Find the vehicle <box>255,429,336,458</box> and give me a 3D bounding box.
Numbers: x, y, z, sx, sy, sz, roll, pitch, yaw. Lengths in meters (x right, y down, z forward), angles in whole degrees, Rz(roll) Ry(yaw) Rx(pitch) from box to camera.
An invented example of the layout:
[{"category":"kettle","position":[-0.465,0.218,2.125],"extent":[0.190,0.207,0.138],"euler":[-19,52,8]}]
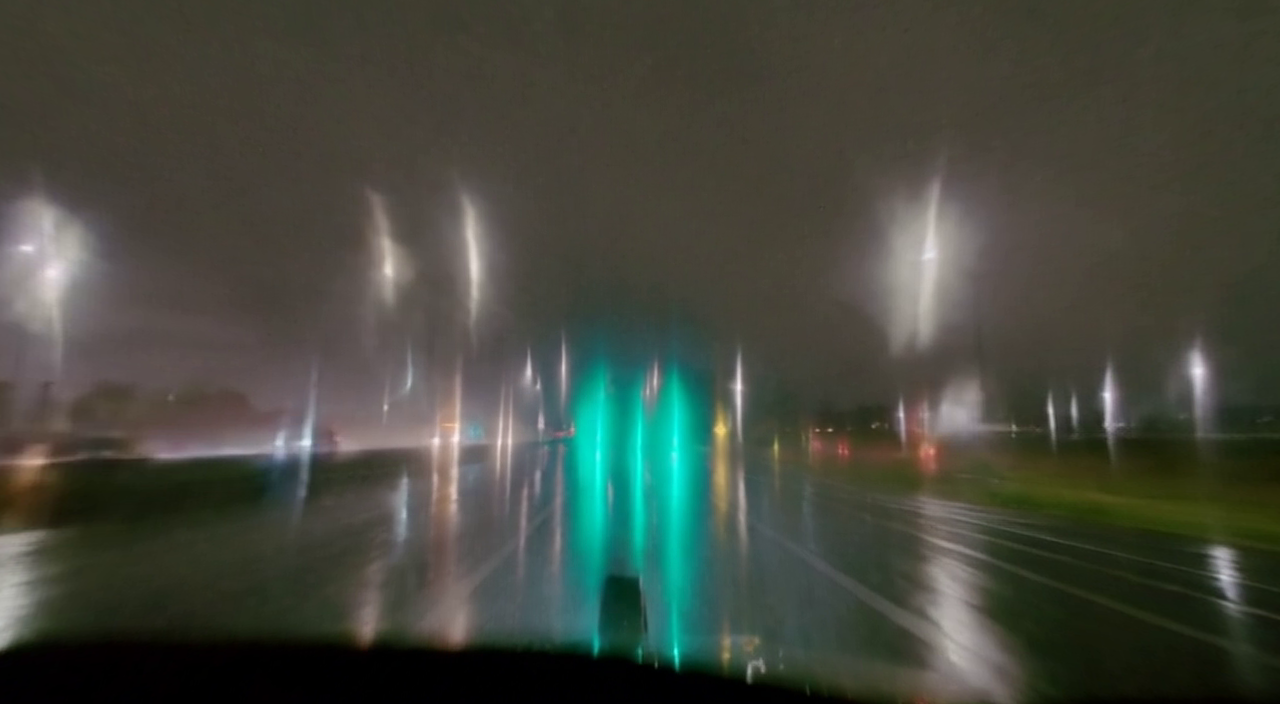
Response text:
[{"category":"vehicle","position":[-21.089,5.656,38.901],"extent":[2.147,1.654,5.269],"euler":[0,-8,-2]}]
